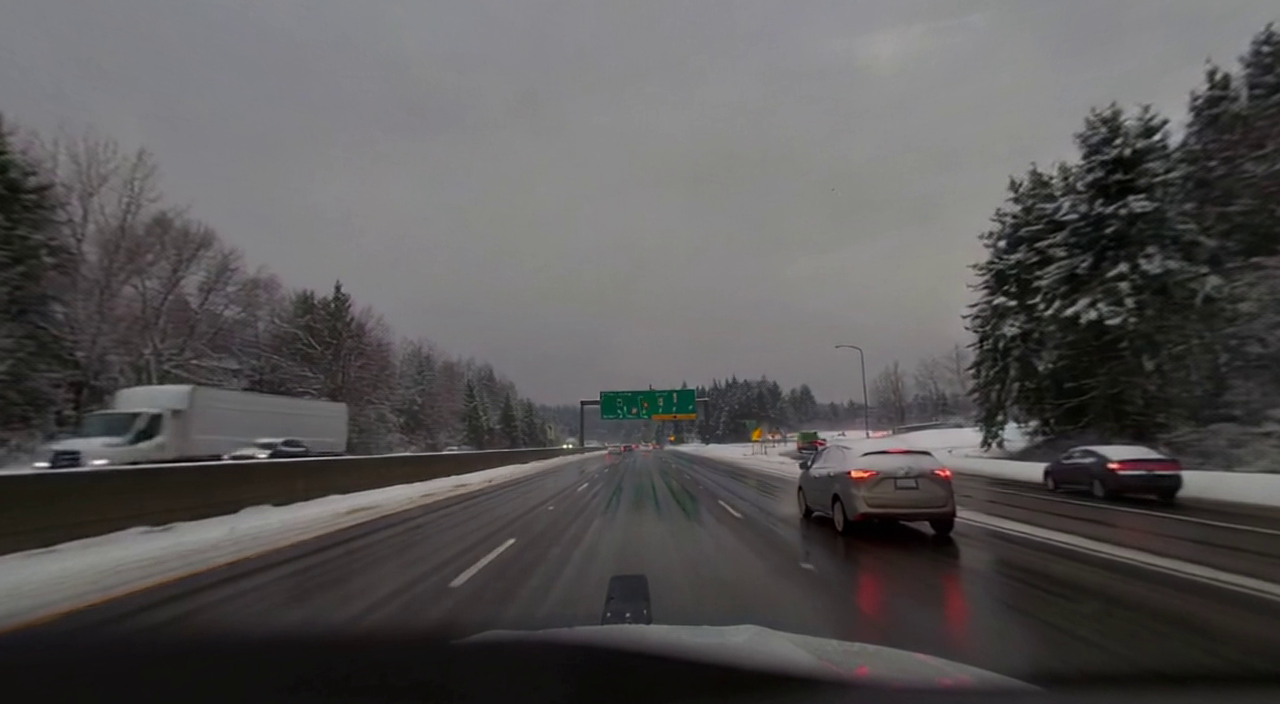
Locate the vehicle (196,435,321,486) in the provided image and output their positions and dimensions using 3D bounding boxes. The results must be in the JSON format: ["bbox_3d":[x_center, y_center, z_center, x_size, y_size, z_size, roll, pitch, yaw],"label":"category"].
[{"bbox_3d":[-15.344,4.347,25.686,2.058,1.871,4.726,0,-8,0],"label":"vehicle"}]

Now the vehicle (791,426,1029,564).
[{"bbox_3d":[3.662,1.970,9.456,1.909,1.599,3.943,0,-8,2],"label":"vehicle"}]

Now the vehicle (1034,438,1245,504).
[{"bbox_3d":[12.611,2.999,16.405,2.002,1.445,4.637,-1,-8,5],"label":"vehicle"}]

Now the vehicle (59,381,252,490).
[{"bbox_3d":[-19.447,3.449,25.875,2.999,3.957,5.931,0,-8,0],"label":"vehicle"}]
